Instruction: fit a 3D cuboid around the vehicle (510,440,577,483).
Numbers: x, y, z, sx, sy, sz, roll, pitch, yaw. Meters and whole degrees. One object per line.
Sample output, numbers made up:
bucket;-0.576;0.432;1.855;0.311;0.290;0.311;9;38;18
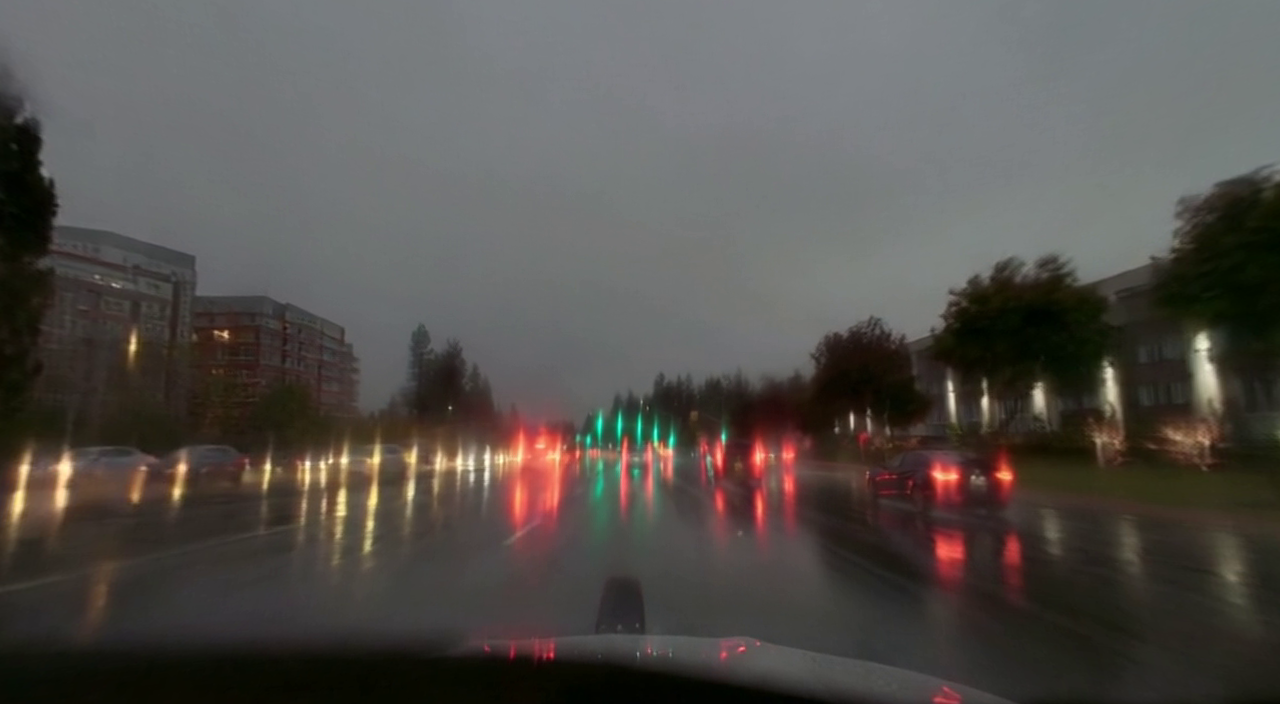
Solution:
vehicle;-3.985;4.579;26.817;2.172;1.671;4.175;0;-8;0

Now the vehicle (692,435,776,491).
vehicle;3.127;3.803;22.050;2.161;1.716;4.194;0;-8;-2

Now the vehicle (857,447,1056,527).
vehicle;6.523;2.782;13.700;1.945;1.408;4.288;0;-8;-2

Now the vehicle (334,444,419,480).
vehicle;-12.508;5.218;30.397;2.043;1.571;4.946;0;-8;-1

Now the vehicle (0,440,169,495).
vehicle;-19.009;3.883;21.703;2.186;1.676;4.444;0;-8;-1

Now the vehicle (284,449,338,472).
vehicle;-22.627;7.442;43.574;1.766;1.491;3.678;0;-8;0

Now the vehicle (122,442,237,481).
vehicle;-22.489;5.334;31.136;2.005;1.761;4.824;0;-8;0

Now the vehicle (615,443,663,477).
vehicle;-0.107;5.172;30.515;2.155;1.486;4.403;0;-8;-1
